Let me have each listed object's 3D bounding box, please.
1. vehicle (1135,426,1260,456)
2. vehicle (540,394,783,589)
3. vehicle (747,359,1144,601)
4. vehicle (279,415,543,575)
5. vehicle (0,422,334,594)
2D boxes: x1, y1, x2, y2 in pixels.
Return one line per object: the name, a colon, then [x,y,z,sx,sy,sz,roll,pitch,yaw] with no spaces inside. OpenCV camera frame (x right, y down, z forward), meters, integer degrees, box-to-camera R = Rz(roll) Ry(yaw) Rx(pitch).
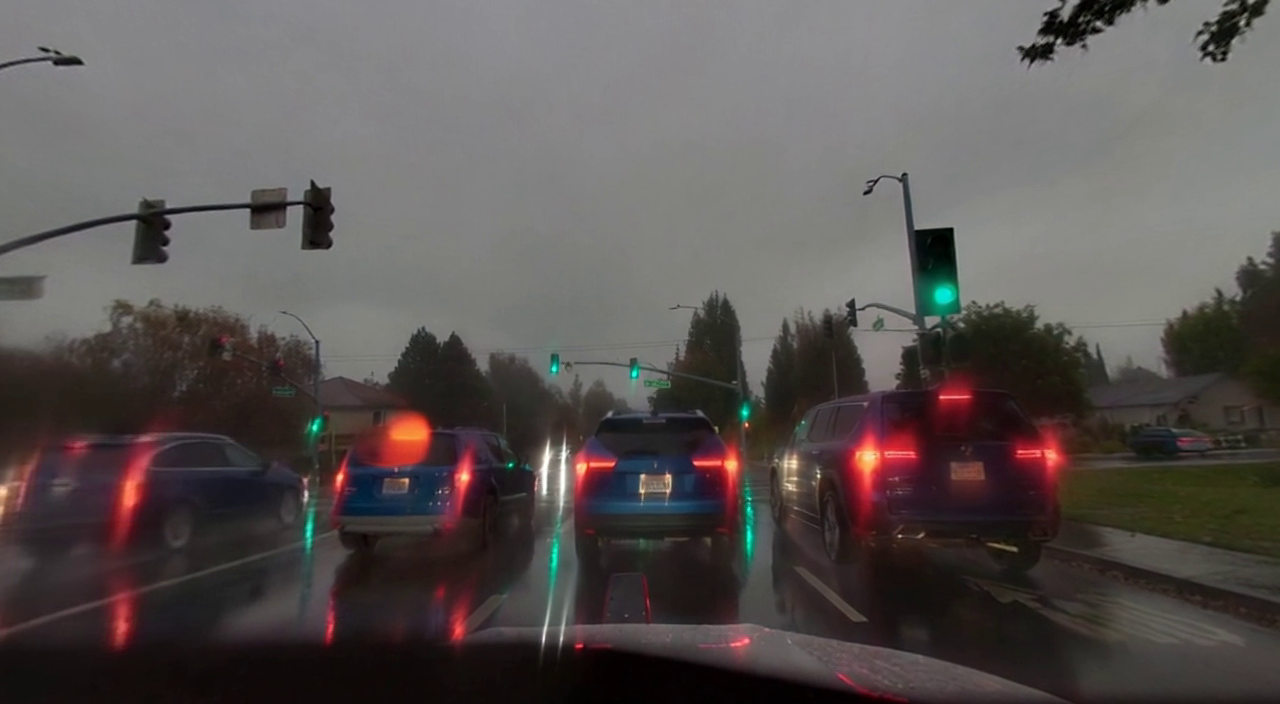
vehicle: [28.179,4.507,31.979,4.512,1.444,1.859,0,-9,0]
vehicle: [0.165,1.598,7.983,2.235,1.778,4.178,0,-9,-1]
vehicle: [3.091,1.508,8.298,2.338,2.063,5.672,0,-9,0]
vehicle: [-2.762,1.843,8.957,2.058,1.659,4.514,0,-9,0]
vehicle: [-6.380,1.900,8.598,2.193,1.687,4.507,0,-9,-1]
